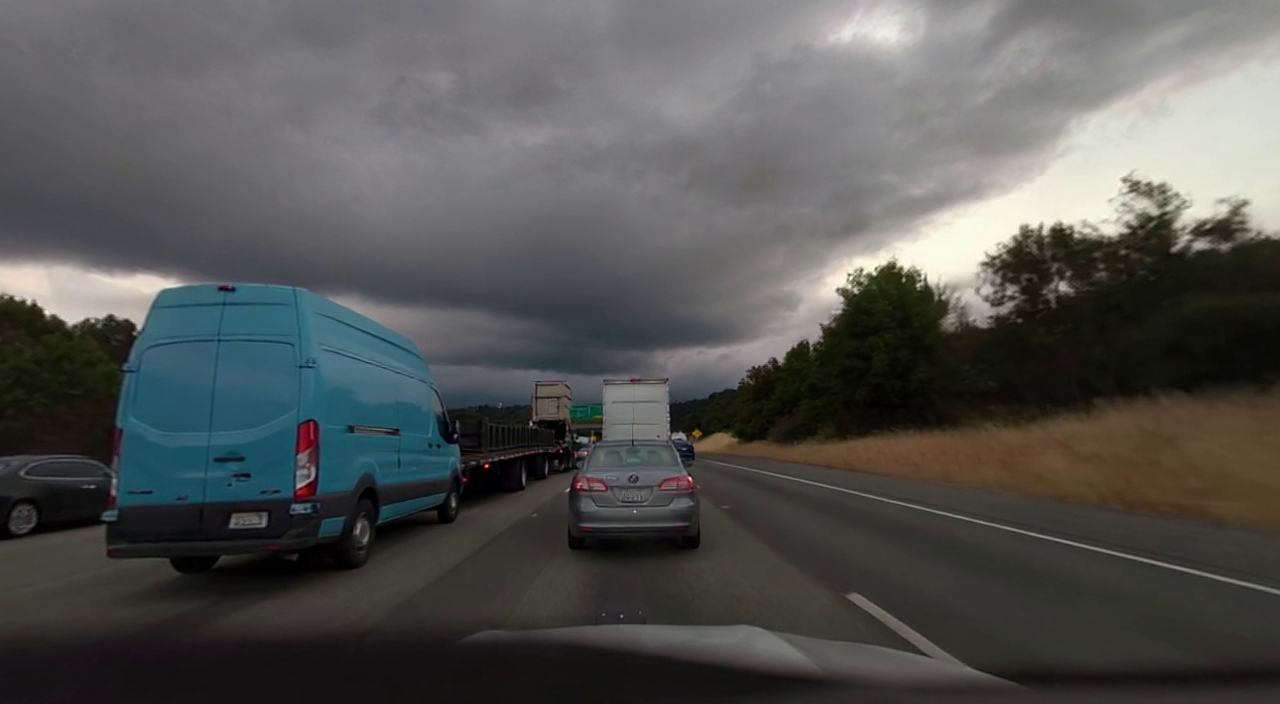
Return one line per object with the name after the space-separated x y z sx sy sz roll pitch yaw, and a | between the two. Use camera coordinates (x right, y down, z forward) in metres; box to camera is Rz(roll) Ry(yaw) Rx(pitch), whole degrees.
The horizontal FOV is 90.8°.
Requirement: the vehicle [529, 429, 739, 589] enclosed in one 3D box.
-0.080 1.761 7.788 1.995 1.495 3.380 0 -9 -1 | vehicle

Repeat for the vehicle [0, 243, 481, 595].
-4.052 0.995 8.496 2.254 2.879 6.656 0 -9 -2 | vehicle
